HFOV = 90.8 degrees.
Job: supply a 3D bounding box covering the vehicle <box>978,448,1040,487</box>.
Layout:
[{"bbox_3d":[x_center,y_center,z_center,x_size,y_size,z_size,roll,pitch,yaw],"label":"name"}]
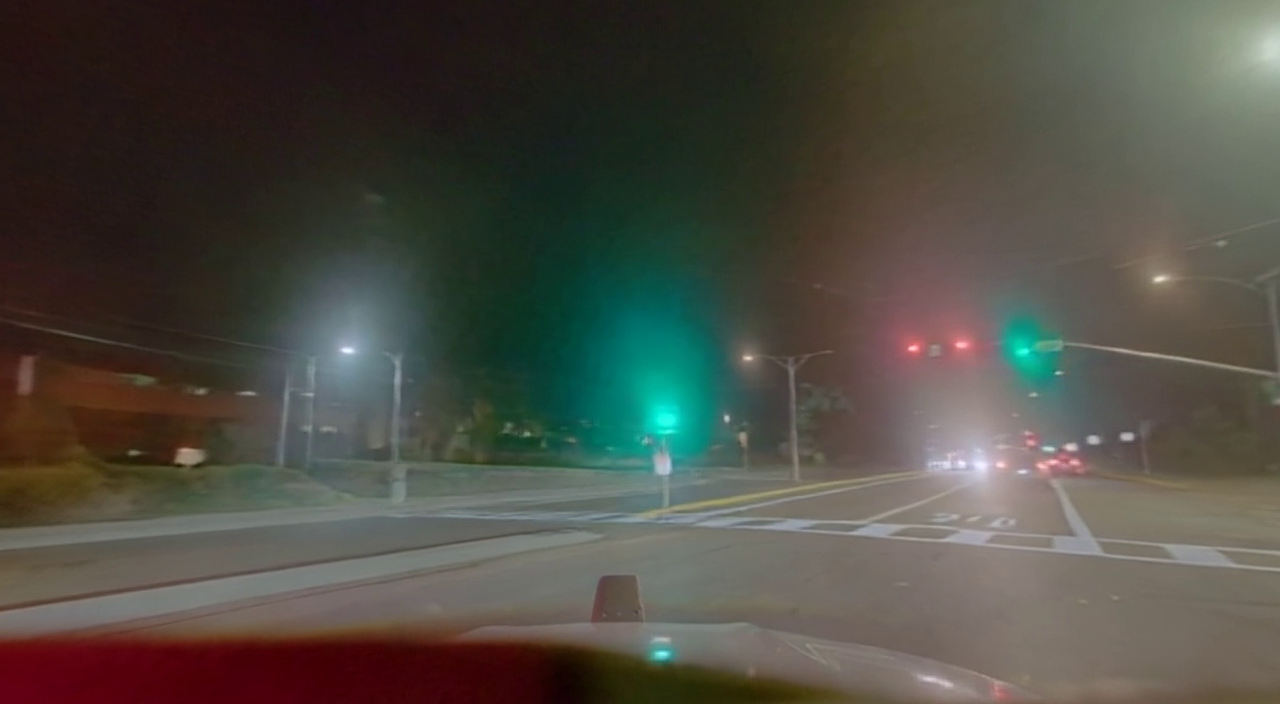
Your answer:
[{"bbox_3d":[17.757,5.447,30.285,2.218,1.657,4.551,-5,-10,33],"label":"vehicle"}]
